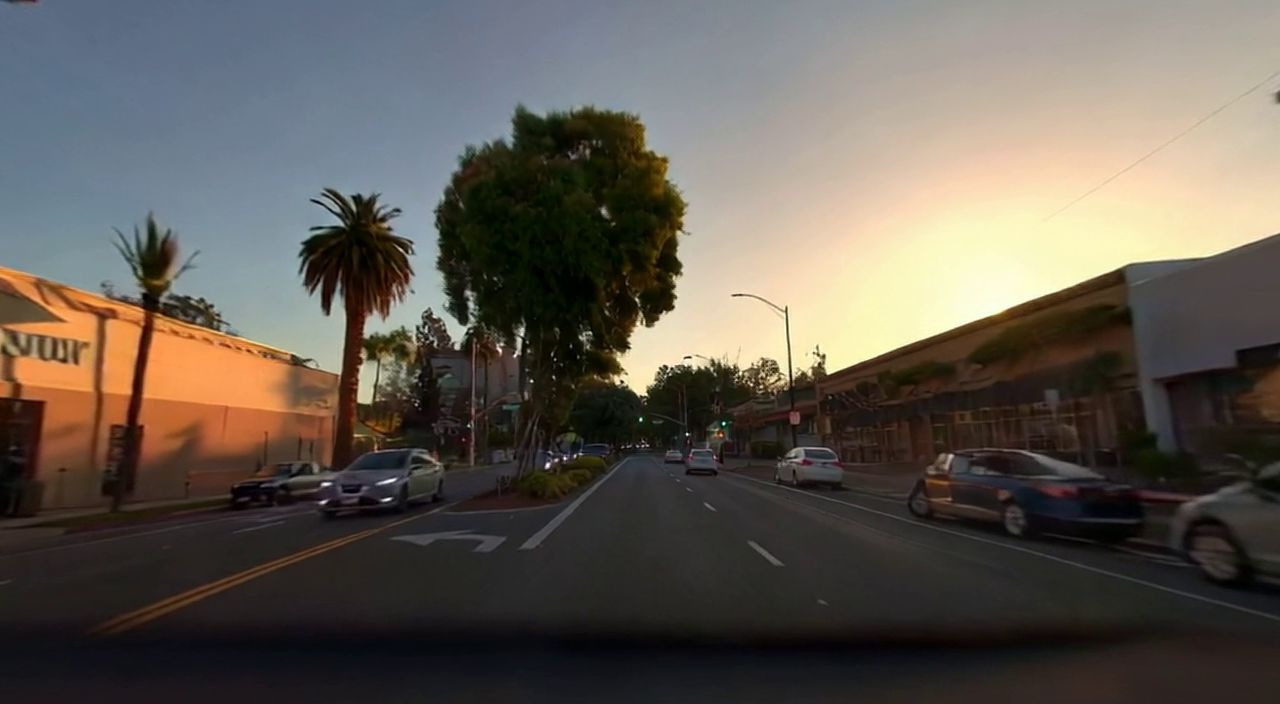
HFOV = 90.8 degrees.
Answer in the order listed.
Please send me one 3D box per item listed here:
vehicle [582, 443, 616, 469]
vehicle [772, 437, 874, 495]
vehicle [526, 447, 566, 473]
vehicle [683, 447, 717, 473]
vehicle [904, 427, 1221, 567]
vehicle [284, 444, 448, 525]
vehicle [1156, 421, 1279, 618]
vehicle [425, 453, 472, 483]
[{"bbox_3d":[-3.107,7.977,48.716,2.252,1.832,4.843,0,-8,0],"label":"vehicle"},{"bbox_3d":[6.613,4.170,23.595,2.128,1.887,5.602,0,-8,0],"label":"vehicle"},{"bbox_3d":[-6.225,7.184,42.312,2.008,1.661,4.269,0,-8,1],"label":"vehicle"},{"bbox_3d":[3.683,6.711,39.487,1.896,1.501,3.625,0,-8,2],"label":"vehicle"},{"bbox_3d":[6.508,2.237,10.622,1.966,1.790,4.646,0,-8,-2],"label":"vehicle"},{"bbox_3d":[-5.890,2.844,14.188,2.010,1.538,3.871,0,-8,-2],"label":"vehicle"},{"bbox_3d":[6.637,1.348,4.624,1.846,1.739,4.525,0,-8,0],"label":"vehicle"},{"bbox_3d":[-12.612,7.728,41.818,1.813,1.544,4.070,-1,-15,0],"label":"vehicle"}]
